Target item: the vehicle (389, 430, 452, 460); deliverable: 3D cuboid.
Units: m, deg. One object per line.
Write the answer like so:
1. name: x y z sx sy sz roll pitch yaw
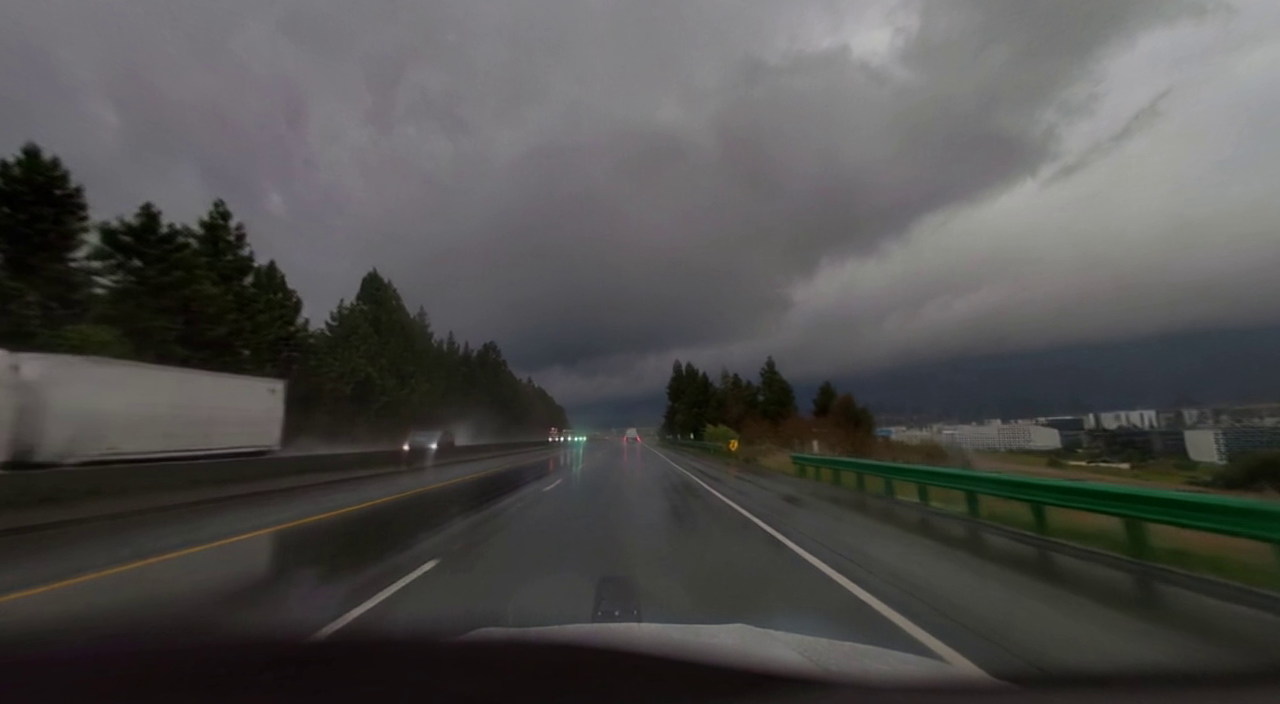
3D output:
1. vehicle: -12.865 5.446 37.258 2.069 1.654 4.664 0 -7 -1

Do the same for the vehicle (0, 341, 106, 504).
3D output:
1. vehicle: -17.151 1.719 15.335 3.002 3.931 5.809 0 -7 -1

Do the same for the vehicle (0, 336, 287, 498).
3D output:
1. vehicle: -17.217 2.331 21.128 3.002 3.931 13.684 0 -7 -1
